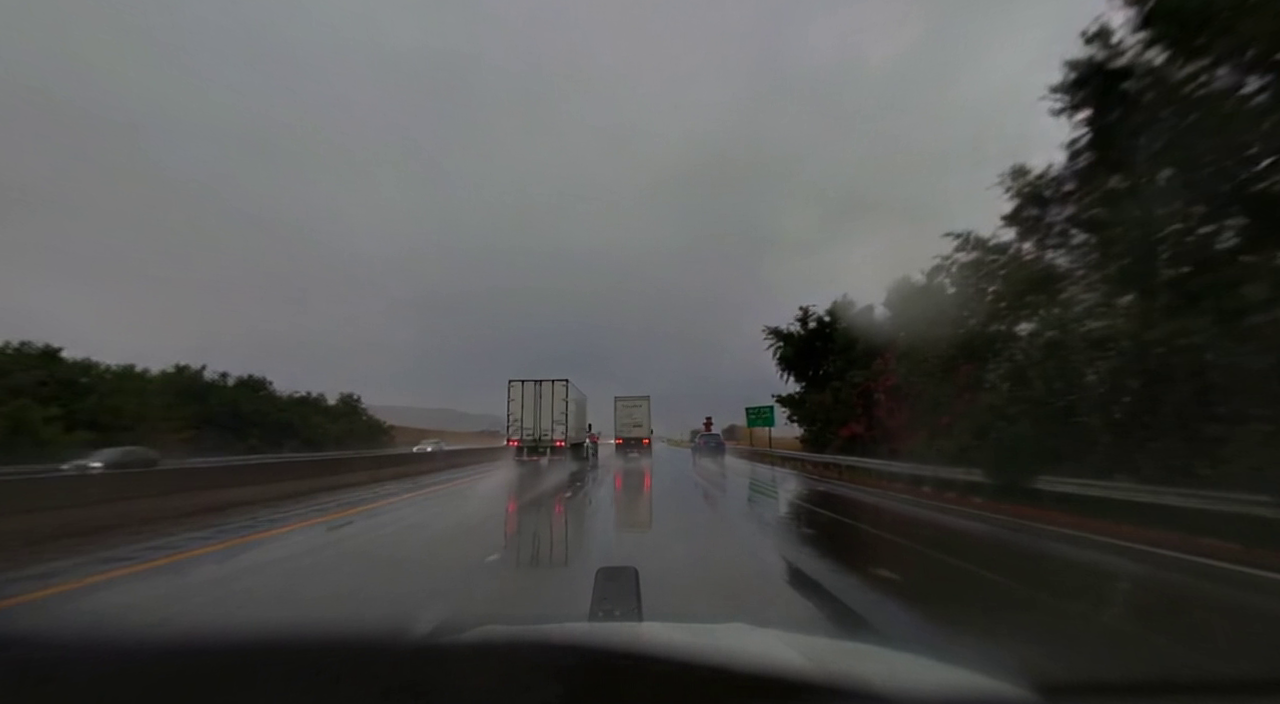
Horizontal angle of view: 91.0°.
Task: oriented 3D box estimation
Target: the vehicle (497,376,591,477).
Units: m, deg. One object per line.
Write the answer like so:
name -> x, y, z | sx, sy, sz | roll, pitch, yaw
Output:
vehicle -> -3.528, 3.021, 24.904 | 2.728, 3.405, 7.096 | 0, -8, -1

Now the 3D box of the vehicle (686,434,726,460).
vehicle -> 3.933, 5.672, 37.815 | 1.891, 1.477, 3.599 | 0, -8, -2

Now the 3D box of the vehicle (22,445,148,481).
vehicle -> -25.824, 5.156, 29.554 | 1.865, 1.513, 4.480 | 0, -8, -1
